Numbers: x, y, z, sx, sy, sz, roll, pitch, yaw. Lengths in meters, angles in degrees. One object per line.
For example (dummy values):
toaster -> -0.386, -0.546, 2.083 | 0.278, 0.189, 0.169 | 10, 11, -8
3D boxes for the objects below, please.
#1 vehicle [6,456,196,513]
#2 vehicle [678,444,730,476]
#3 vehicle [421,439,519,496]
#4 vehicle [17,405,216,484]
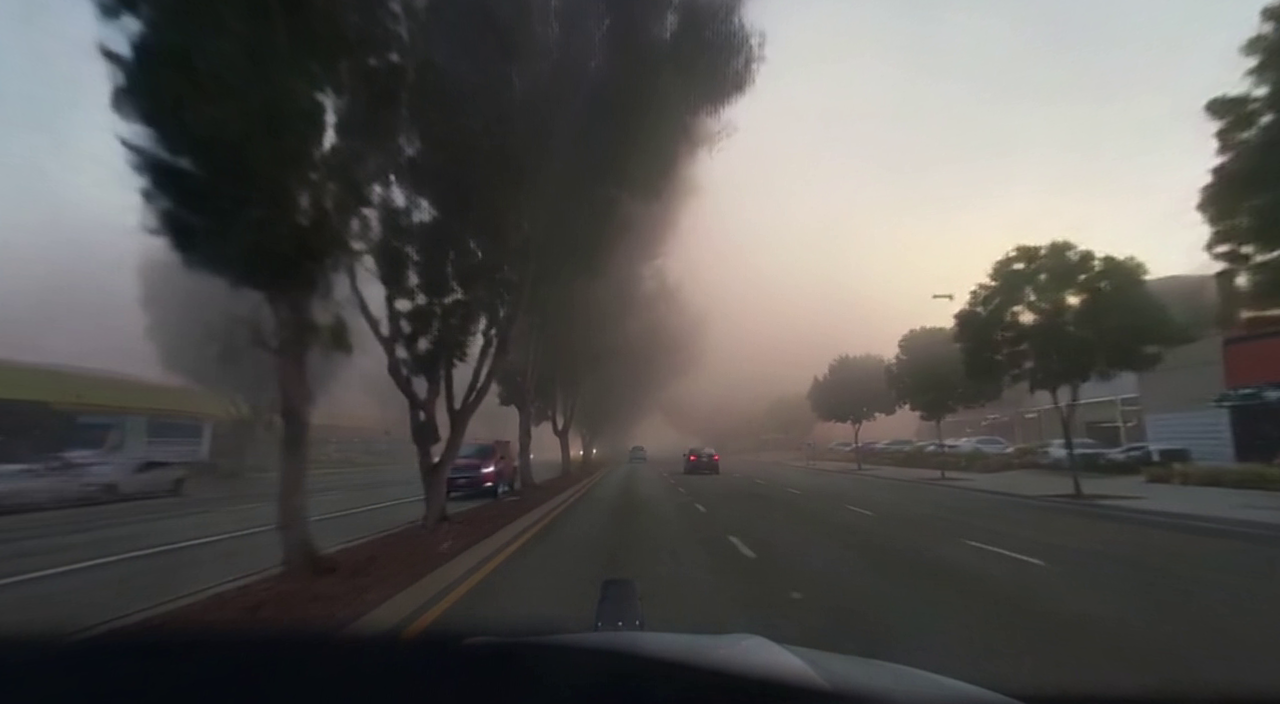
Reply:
vehicle -> -16.235, 3.967, 19.426 | 1.989, 1.466, 4.349 | 0, -9, 0
vehicle -> 3.120, 5.377, 31.603 | 1.983, 1.482, 4.463 | 0, -9, -2
vehicle -> -5.400, 3.706, 20.678 | 2.100, 1.639, 4.268 | 0, -9, -1
vehicle -> -27.778, 5.029, 34.363 | 2.804, 3.714, 8.815 | 0, -9, 3
